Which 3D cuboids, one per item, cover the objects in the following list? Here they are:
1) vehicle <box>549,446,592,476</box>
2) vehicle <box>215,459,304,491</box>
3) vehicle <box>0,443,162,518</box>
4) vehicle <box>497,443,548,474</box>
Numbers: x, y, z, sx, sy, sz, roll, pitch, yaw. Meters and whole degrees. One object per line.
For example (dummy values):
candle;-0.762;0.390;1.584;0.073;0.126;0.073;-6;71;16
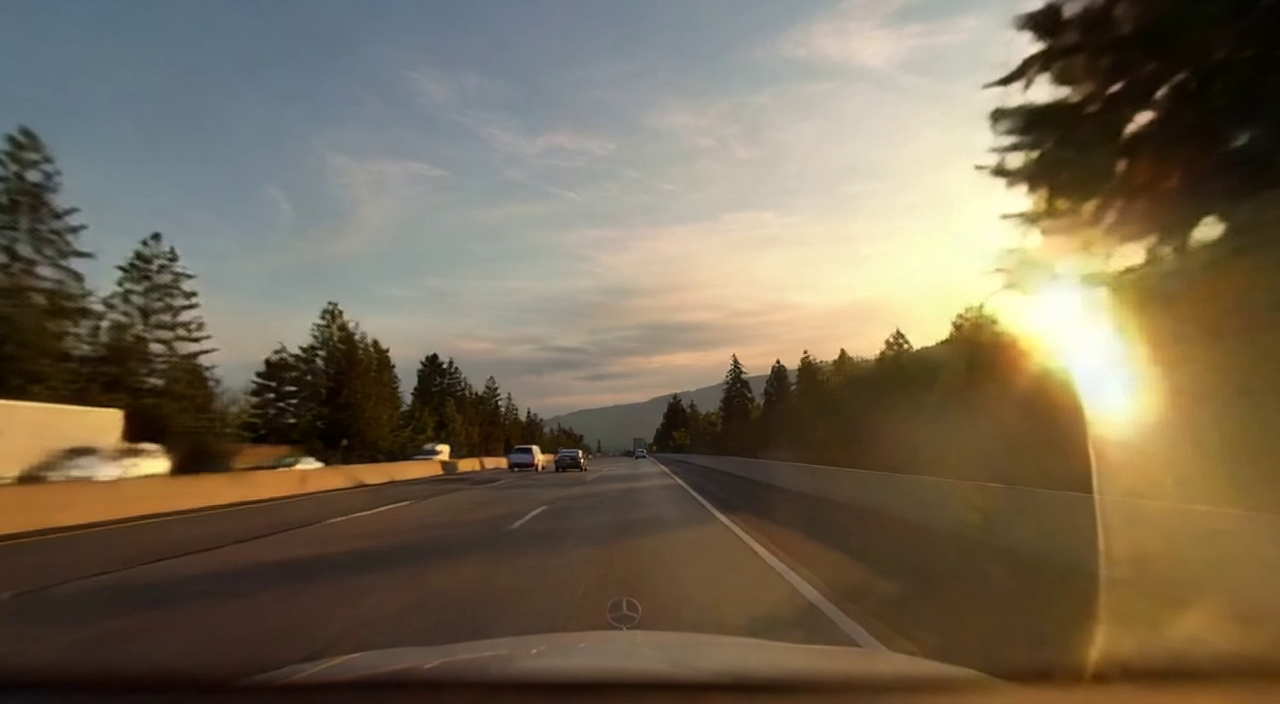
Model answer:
vehicle;-3.721;5.937;34.424;1.893;1.521;3.742;0;-9;0
vehicle;-19.627;6.321;32.793;1.797;1.457;4.455;0;-9;0
vehicle;-16.544;3.518;17.864;2.032;1.783;4.980;0;-9;0
vehicle;-7.145;6.524;38.837;2.173;1.722;4.869;0;-9;1
